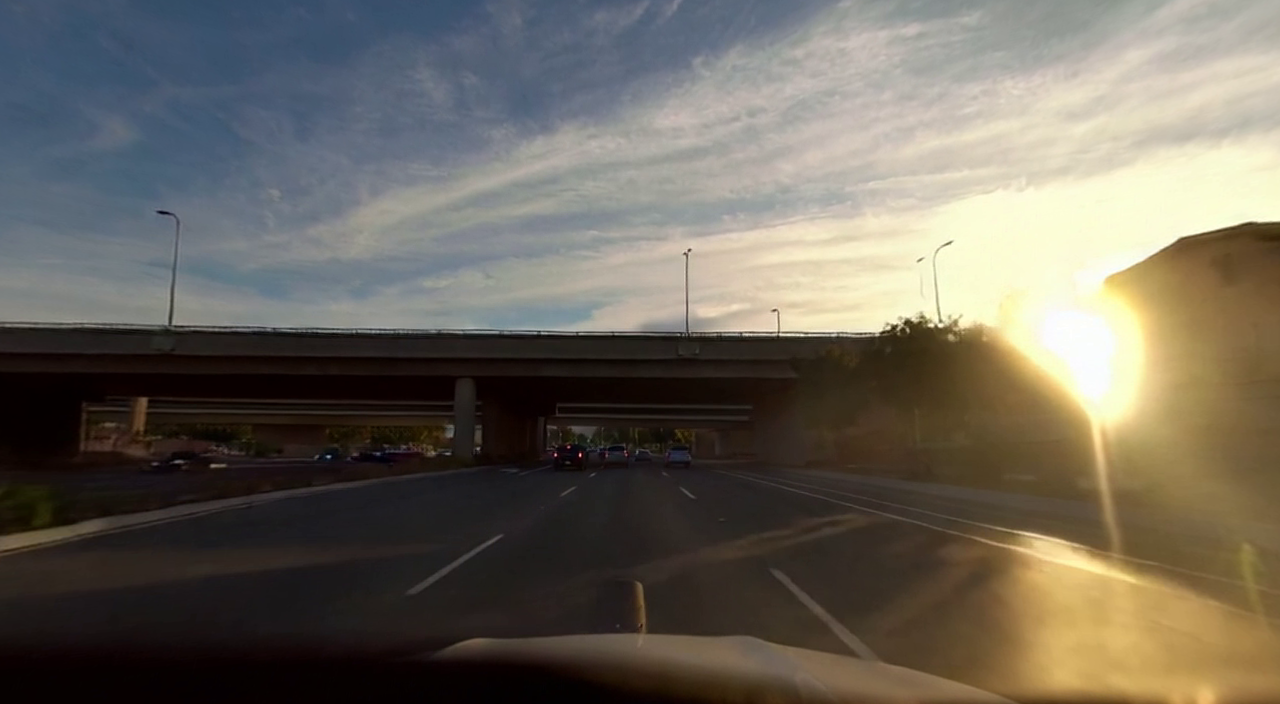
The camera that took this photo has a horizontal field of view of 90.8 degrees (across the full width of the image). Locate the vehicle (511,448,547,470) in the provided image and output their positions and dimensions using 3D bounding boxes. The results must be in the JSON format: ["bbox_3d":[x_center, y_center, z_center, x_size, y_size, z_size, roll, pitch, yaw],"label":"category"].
[{"bbox_3d":[-8.000,7.713,45.800,2.007,1.519,4.366,0,-9,-2],"label":"vehicle"}]

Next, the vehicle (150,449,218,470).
[{"bbox_3d":[-33.733,7.948,46.904,1.890,1.462,4.500,0,-9,-4],"label":"vehicle"}]
